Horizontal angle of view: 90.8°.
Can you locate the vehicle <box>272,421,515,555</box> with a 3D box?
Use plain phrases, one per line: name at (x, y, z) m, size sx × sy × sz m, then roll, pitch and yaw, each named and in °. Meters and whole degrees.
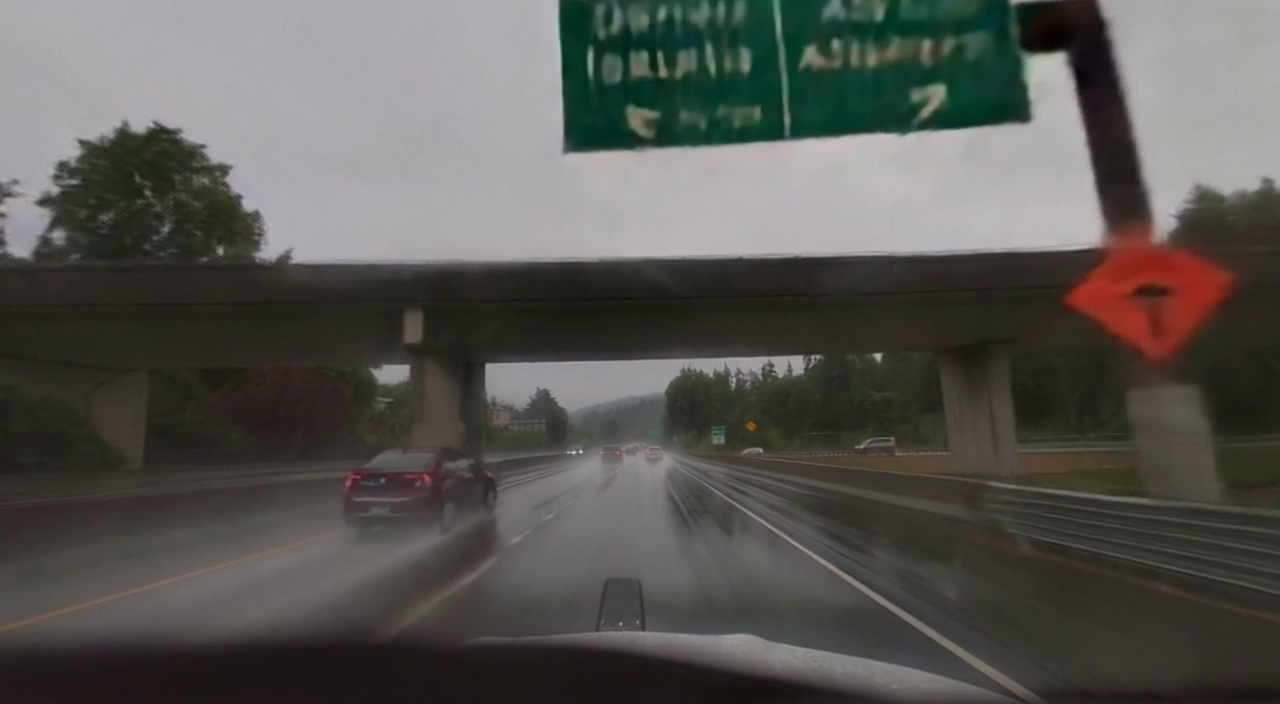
vehicle at (-3.486, 2.007, 10.001) m, size 2.037 × 1.638 × 4.274 m, roll 0°, pitch -9°, yaw 1°
